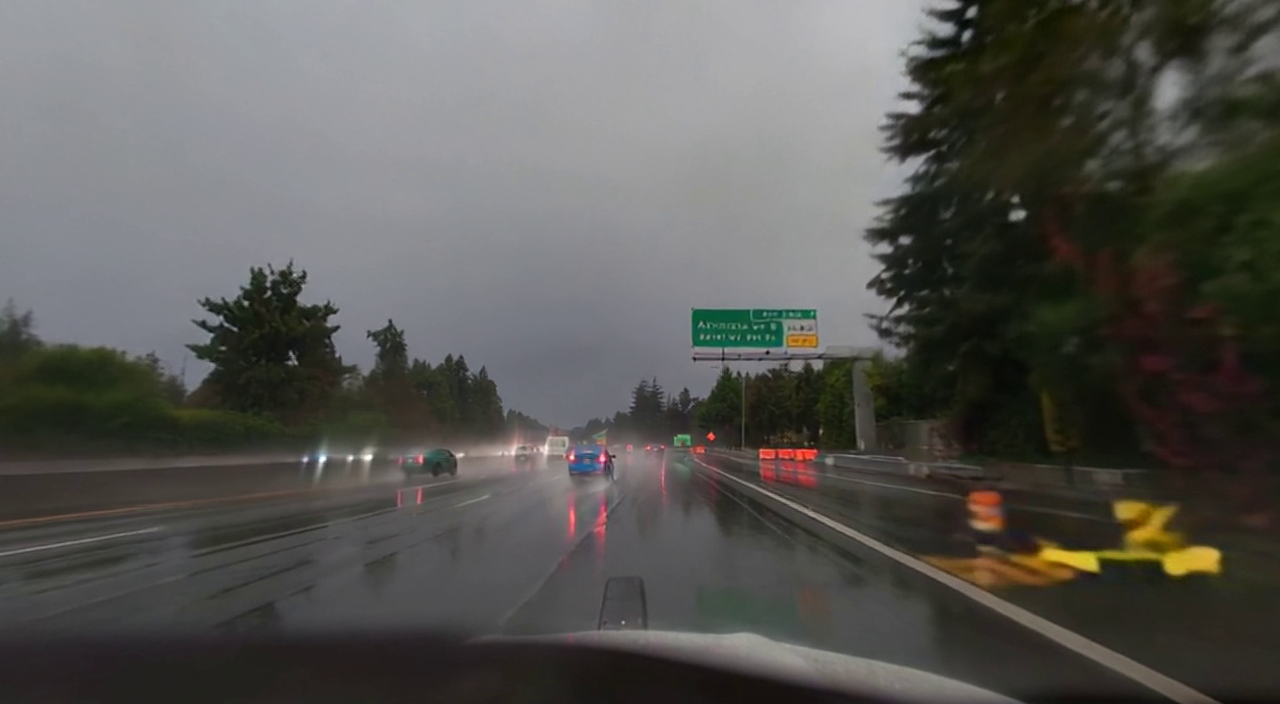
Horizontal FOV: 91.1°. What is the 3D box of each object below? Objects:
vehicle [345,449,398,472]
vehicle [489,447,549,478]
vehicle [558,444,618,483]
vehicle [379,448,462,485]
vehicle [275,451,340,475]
[{"bbox_3d":[-19.410,7.847,45.595,1.920,1.557,4.235,0,-8,2],"label":"vehicle"},{"bbox_3d":[-6.095,5.612,32.137,1.951,1.439,4.633,0,-8,2],"label":"vehicle"},{"bbox_3d":[-2.058,4.597,26.195,1.963,1.462,4.681,0,-8,2],"label":"vehicle"},{"bbox_3d":[-9.666,5.023,28.024,1.946,1.472,4.472,0,-8,2],"label":"vehicle"},{"bbox_3d":[-23.118,7.740,43.829,1.856,1.515,4.674,0,-8,1],"label":"vehicle"}]
